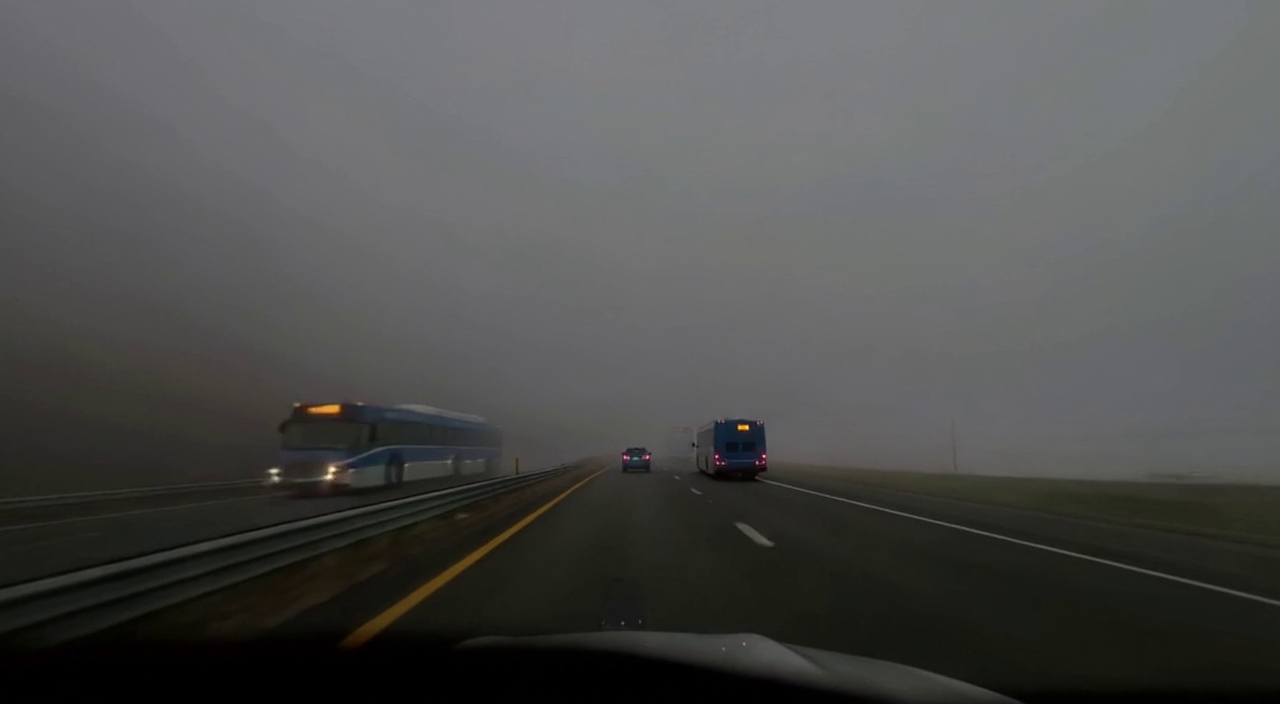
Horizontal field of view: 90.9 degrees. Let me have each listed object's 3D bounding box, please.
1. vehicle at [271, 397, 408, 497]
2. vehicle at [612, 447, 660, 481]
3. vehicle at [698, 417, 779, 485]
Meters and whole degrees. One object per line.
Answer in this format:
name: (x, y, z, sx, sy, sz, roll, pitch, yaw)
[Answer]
vehicle: (-13.409, 4.350, 28.892, 3.007, 4.034, 6.288, 0, -9, 0)
vehicle: (-0.194, 5.026, 28.516, 2.004, 1.449, 3.817, 0, -9, -1)
vehicle: (4.060, 4.263, 27.186, 2.440, 2.555, 5.957, 0, -9, -1)
